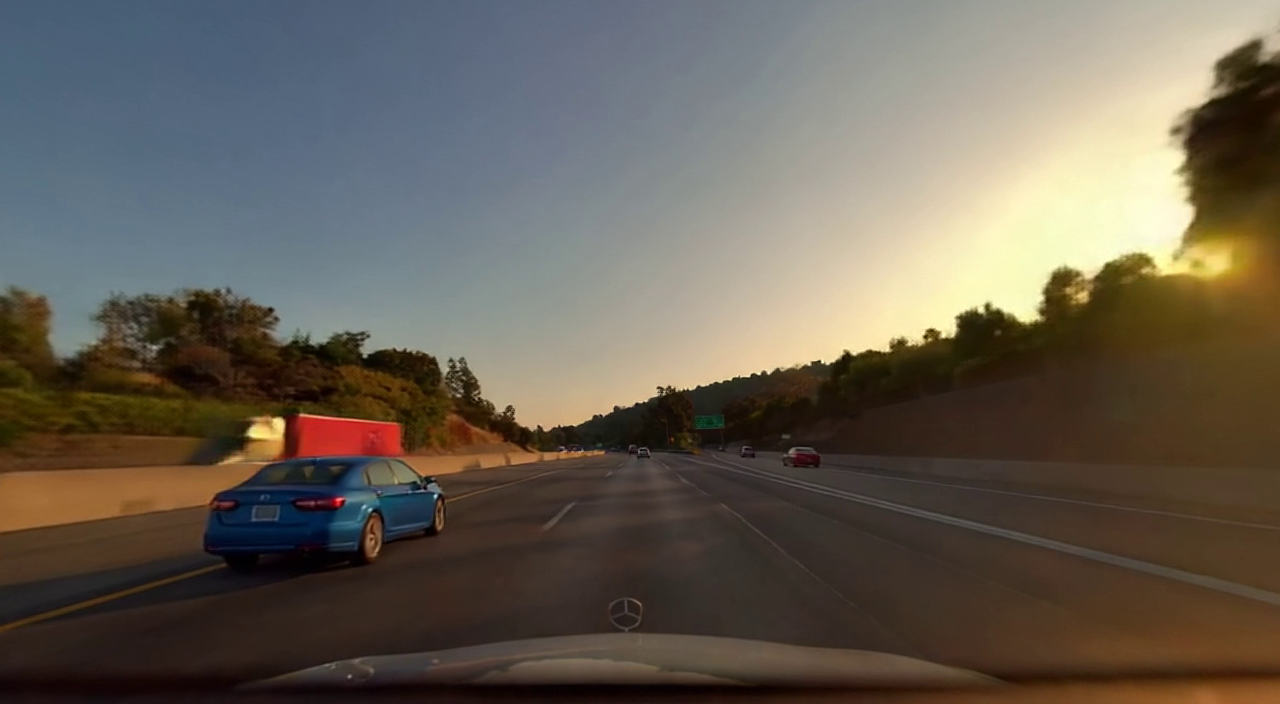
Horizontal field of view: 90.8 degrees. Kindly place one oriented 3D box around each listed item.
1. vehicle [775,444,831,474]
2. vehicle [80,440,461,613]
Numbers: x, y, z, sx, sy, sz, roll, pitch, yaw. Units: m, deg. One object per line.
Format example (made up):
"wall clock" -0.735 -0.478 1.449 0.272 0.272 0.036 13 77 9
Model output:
"vehicle" 8.918 5.880 34.837 1.884 1.485 4.600 -1 -9 0
"vehicle" -3.813 1.851 7.716 1.873 1.438 4.546 -1 -9 1
